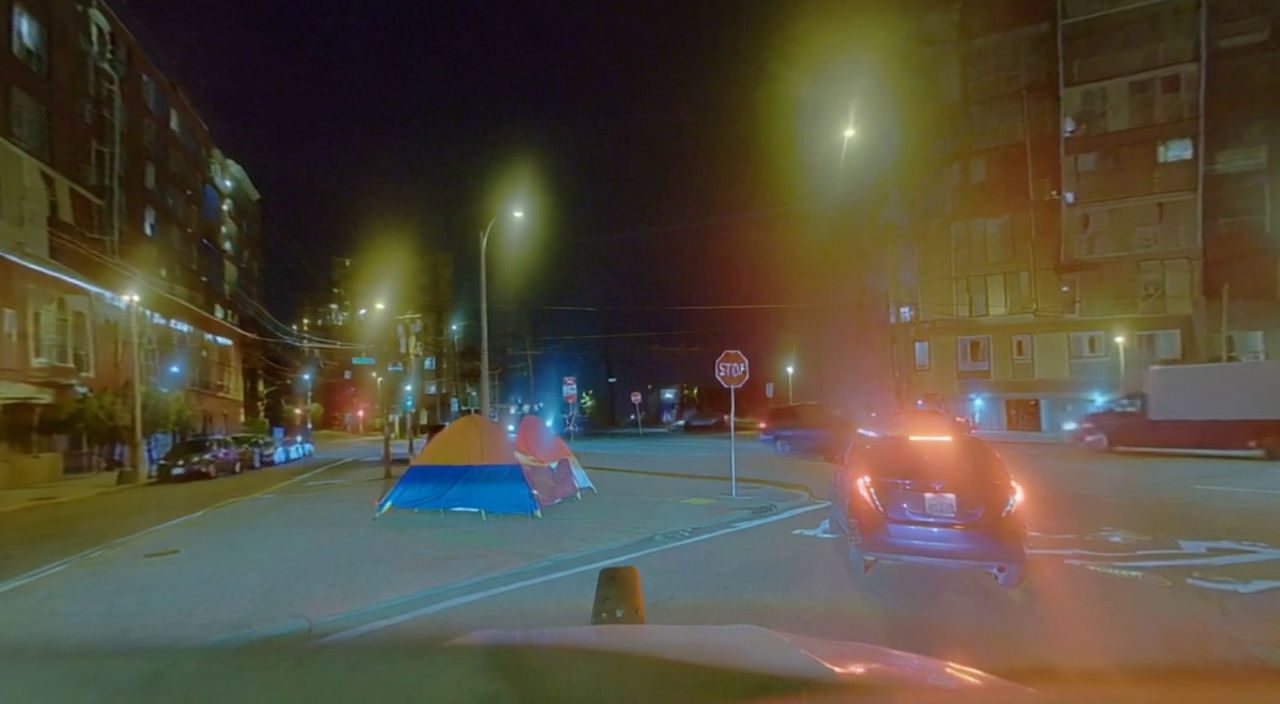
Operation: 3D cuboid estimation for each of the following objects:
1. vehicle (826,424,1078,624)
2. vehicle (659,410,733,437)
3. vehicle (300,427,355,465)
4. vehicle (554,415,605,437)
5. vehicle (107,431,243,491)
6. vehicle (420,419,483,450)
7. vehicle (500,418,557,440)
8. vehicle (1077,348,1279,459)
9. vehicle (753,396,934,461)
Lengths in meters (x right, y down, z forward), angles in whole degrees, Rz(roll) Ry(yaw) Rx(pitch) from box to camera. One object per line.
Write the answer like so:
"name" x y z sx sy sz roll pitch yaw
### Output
"vehicle" 3.943 1.767 7.581 1.945 1.647 4.160 -6 -10 35
"vehicle" 3.297 4.344 37.869 1.790 1.468 4.422 7 -11 -39
"vehicle" -15.509 4.658 31.520 1.987 1.686 3.971 1 -8 -19
"vehicle" -4.578 5.598 47.396 1.768 1.492 4.090 7 -11 -40
"vehicle" -15.867 3.729 21.967 2.054 1.800 5.212 2 -9 -17
"vehicle" -11.029 4.839 36.760 1.870 1.724 4.320 7 -11 -40
"vehicle" -8.180 5.653 46.140 2.089 1.506 4.641 6 -11 -38
"vehicle" 17.977 1.661 19.159 2.584 3.075 7.172 8 -12 -44
"vehicle" 6.915 2.694 22.020 2.152 1.970 5.506 3 -8 -44
